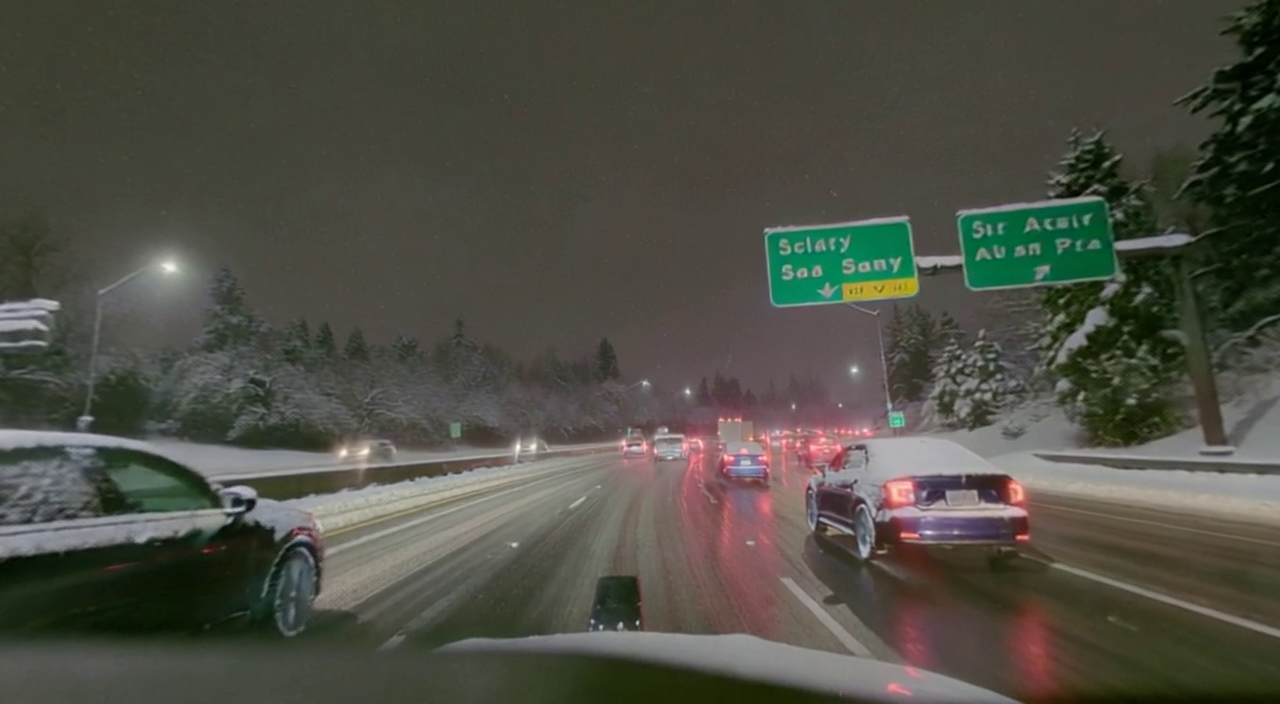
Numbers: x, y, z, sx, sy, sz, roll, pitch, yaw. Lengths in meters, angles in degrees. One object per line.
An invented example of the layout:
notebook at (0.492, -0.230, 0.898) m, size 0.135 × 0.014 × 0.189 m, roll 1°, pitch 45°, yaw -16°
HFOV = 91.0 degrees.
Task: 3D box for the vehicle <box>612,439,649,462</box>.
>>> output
vehicle at (-0.622, 7.049, 45.140) m, size 2.059 × 1.516 × 4.236 m, roll -1°, pitch -9°, yaw 7°

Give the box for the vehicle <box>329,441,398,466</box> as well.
vehicle at (-20.806, 7.683, 47.688) m, size 2.328 × 1.767 × 5.383 m, roll -1°, pitch -9°, yaw 6°

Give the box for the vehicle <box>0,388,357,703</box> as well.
vehicle at (-3.218, 0.977, 2.620) m, size 1.937 × 1.558 × 4.469 m, roll 0°, pitch -9°, yaw 1°

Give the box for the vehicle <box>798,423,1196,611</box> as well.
vehicle at (3.463, 1.697, 7.468) m, size 2.014 × 1.489 × 4.696 m, roll 0°, pitch -9°, yaw 1°

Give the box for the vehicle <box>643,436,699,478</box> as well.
vehicle at (1.344, 4.461, 26.883) m, size 2.201 × 1.614 × 3.803 m, roll -1°, pitch -9°, yaw 4°

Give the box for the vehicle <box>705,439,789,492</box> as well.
vehicle at (3.292, 3.612, 20.309) m, size 2.009 × 1.489 × 4.559 m, roll 0°, pitch -9°, yaw 2°
